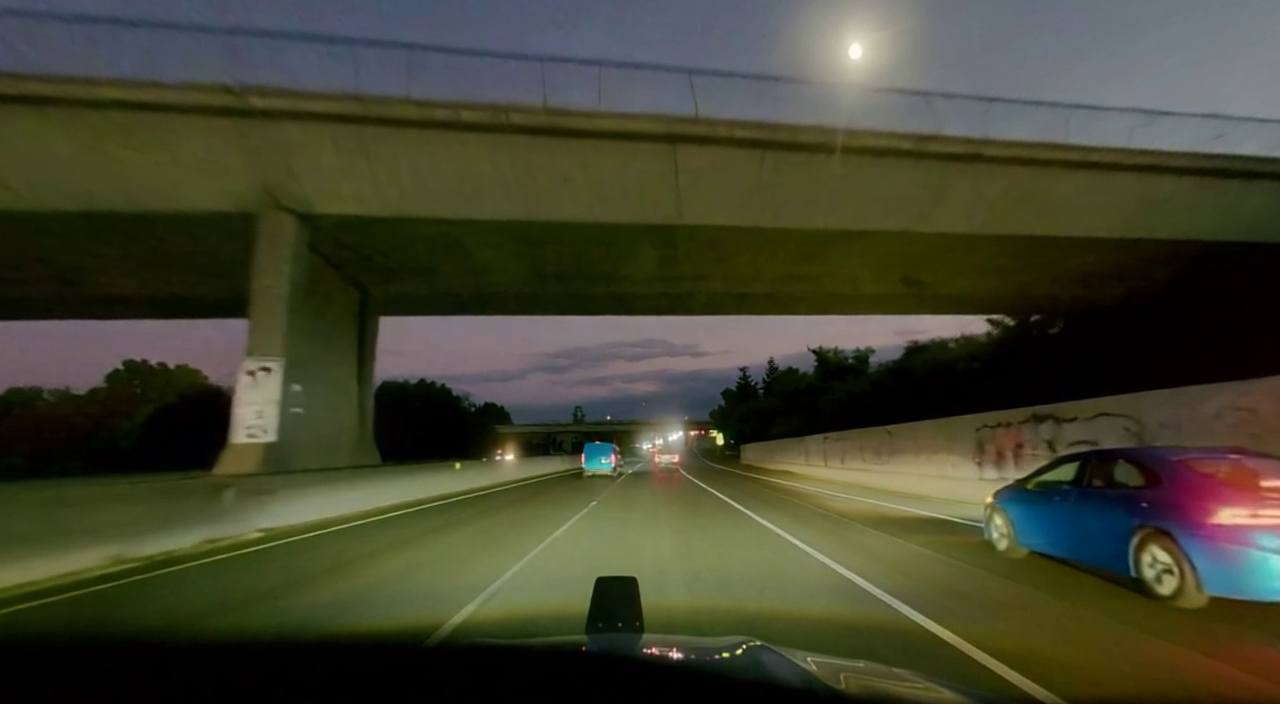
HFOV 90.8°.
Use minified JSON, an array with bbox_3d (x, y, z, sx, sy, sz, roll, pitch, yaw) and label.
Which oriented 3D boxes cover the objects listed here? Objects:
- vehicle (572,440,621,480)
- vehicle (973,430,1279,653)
[{"bbox_3d":[-2.321,5.940,35.045,2.310,2.030,5.094,0,-9,1],"label":"vehicle"},{"bbox_3d":[5.298,1.503,5.767,1.972,1.492,4.623,0,-9,0],"label":"vehicle"}]
